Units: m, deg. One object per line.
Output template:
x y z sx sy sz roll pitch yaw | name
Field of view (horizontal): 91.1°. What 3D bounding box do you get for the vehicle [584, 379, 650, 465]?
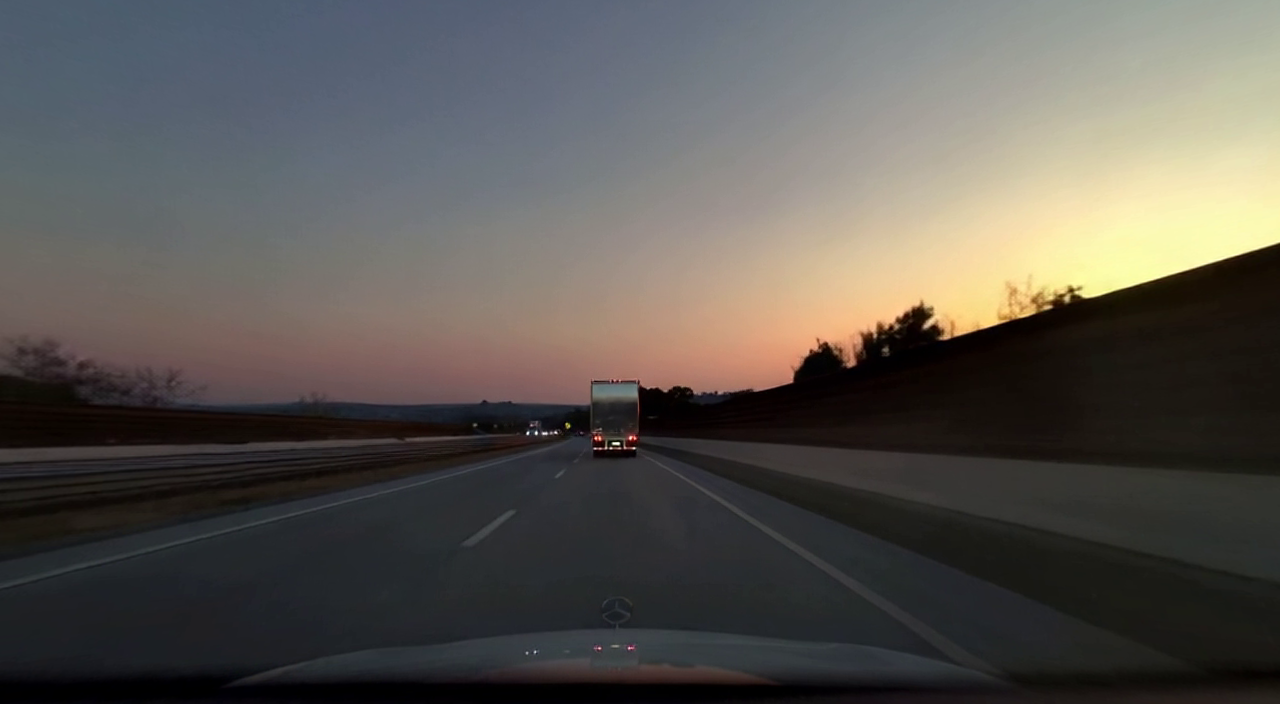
-1.311 3.906 34.165 3.023 3.965 10.402 0 -8 -3 | vehicle
